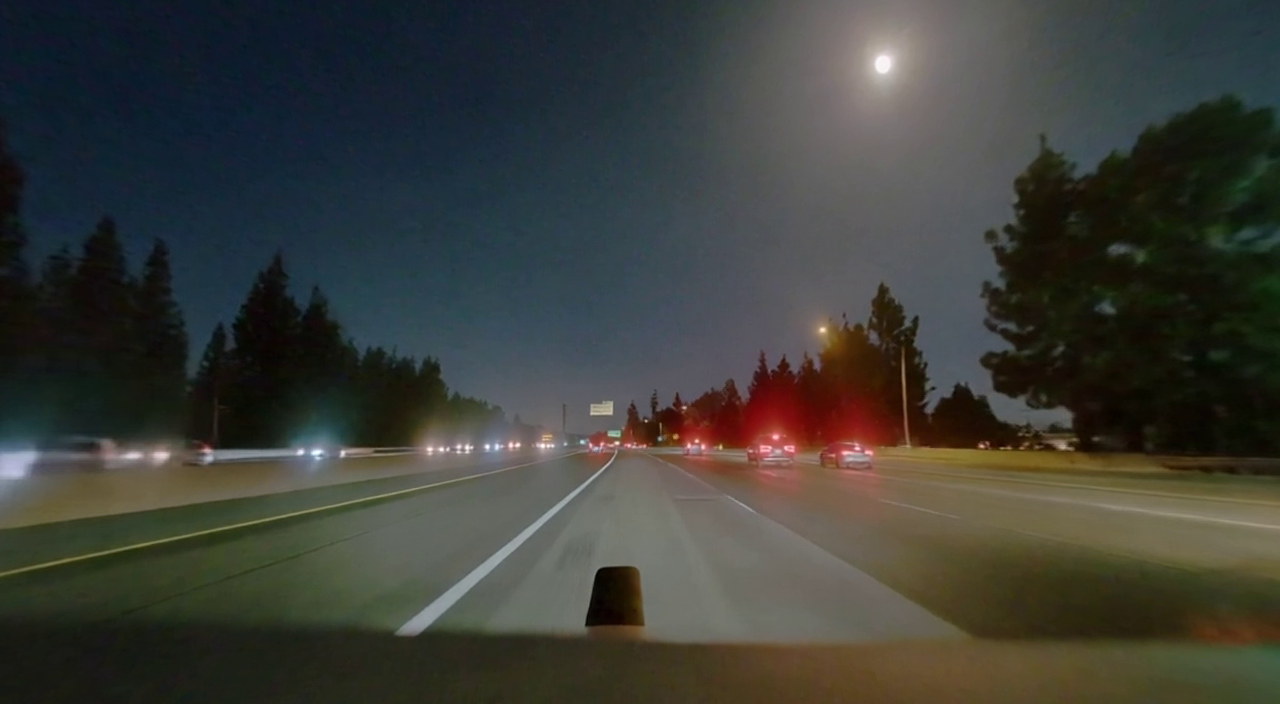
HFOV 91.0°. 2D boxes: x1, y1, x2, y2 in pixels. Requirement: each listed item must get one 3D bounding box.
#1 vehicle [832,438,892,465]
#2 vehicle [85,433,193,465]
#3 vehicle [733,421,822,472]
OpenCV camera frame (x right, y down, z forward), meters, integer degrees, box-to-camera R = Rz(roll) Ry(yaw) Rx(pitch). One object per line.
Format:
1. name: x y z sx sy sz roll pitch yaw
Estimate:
1. vehicle: 13.946 6.275 39.876 2.072 1.611 4.387 0 -8 -2
2. vehicle: -32.577 6.345 41.243 2.255 1.931 5.864 0 -8 -1
3. vehicle: 6.975 4.988 33.292 2.779 2.339 8.073 0 -8 -1
